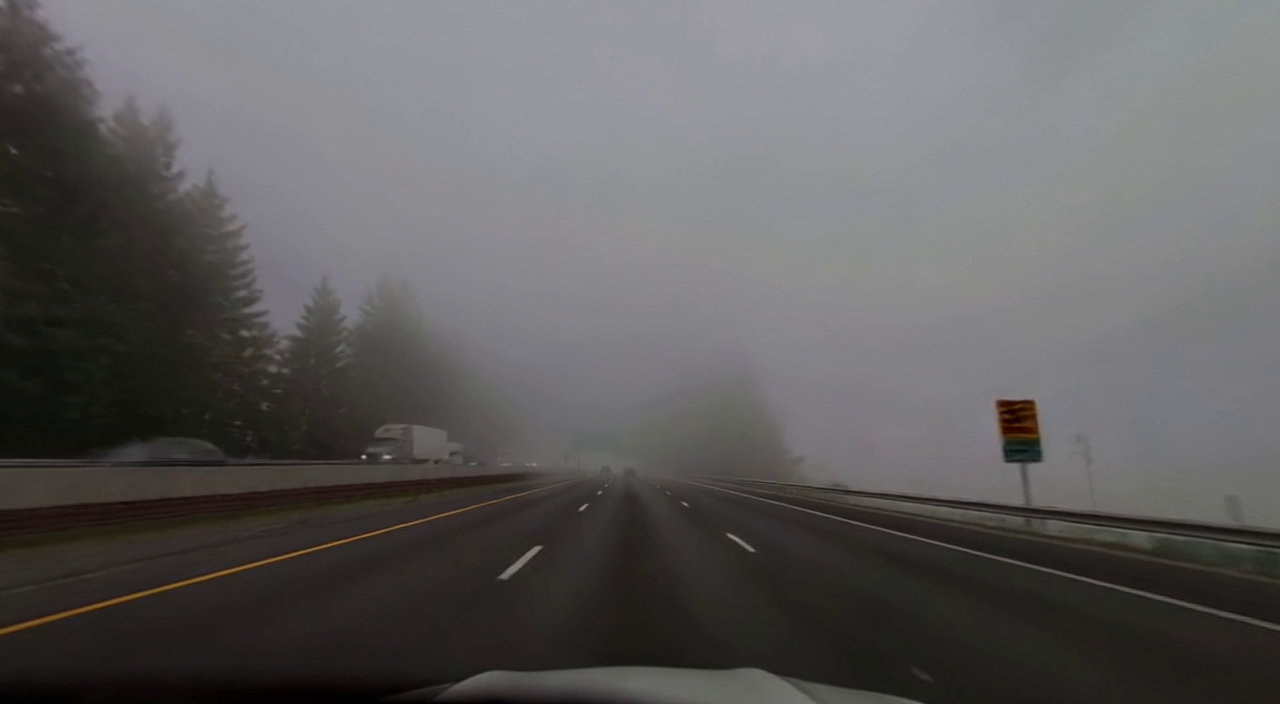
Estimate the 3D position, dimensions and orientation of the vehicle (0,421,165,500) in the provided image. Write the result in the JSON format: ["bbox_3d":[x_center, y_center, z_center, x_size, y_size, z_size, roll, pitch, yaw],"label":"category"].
[{"bbox_3d":[-12.318,2.296,13.291,1.760,1.422,3.593,1,-10,-1],"label":"vehicle"}]
